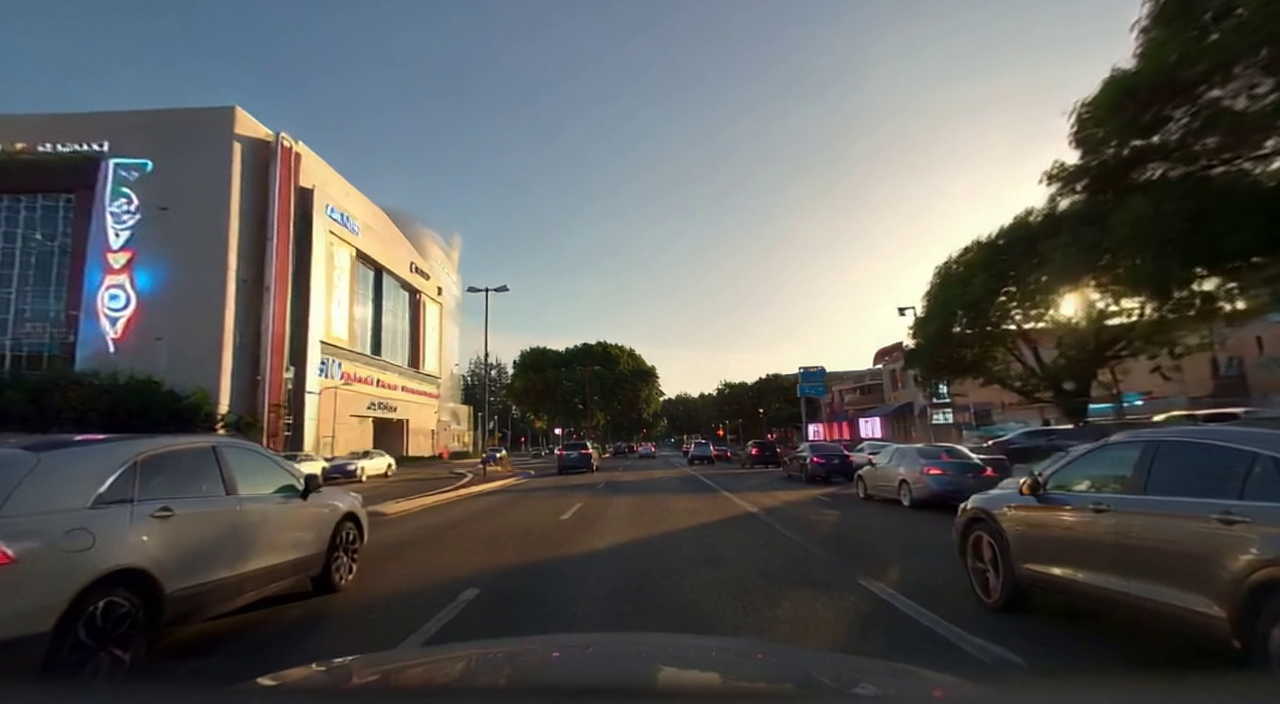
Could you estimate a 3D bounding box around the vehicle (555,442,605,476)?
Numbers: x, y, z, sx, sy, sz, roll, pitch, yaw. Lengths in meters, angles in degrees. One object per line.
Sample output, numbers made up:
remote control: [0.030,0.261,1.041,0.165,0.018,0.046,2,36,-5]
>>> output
vehicle: [-2.832,5.150,30.574,1.917,1.511,4.436,-1,-9,1]

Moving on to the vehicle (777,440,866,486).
vehicle: [7.145,4.394,25.304,2.077,1.666,4.342,0,-9,-3]

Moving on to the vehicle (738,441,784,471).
vehicle: [7.753,6.693,40.779,2.003,1.789,4.718,0,-9,-1]

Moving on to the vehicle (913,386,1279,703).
vehicle: [3.280,0.981,2.958,1.981,1.499,4.536,0,-9,0]

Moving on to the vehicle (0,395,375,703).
vehicle: [-3.638,1.081,3.469,2.155,1.504,4.776,-1,-9,2]

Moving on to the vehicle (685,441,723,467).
vehicle: [4.273,6.892,42.697,2.007,1.683,4.171,0,-9,-2]
